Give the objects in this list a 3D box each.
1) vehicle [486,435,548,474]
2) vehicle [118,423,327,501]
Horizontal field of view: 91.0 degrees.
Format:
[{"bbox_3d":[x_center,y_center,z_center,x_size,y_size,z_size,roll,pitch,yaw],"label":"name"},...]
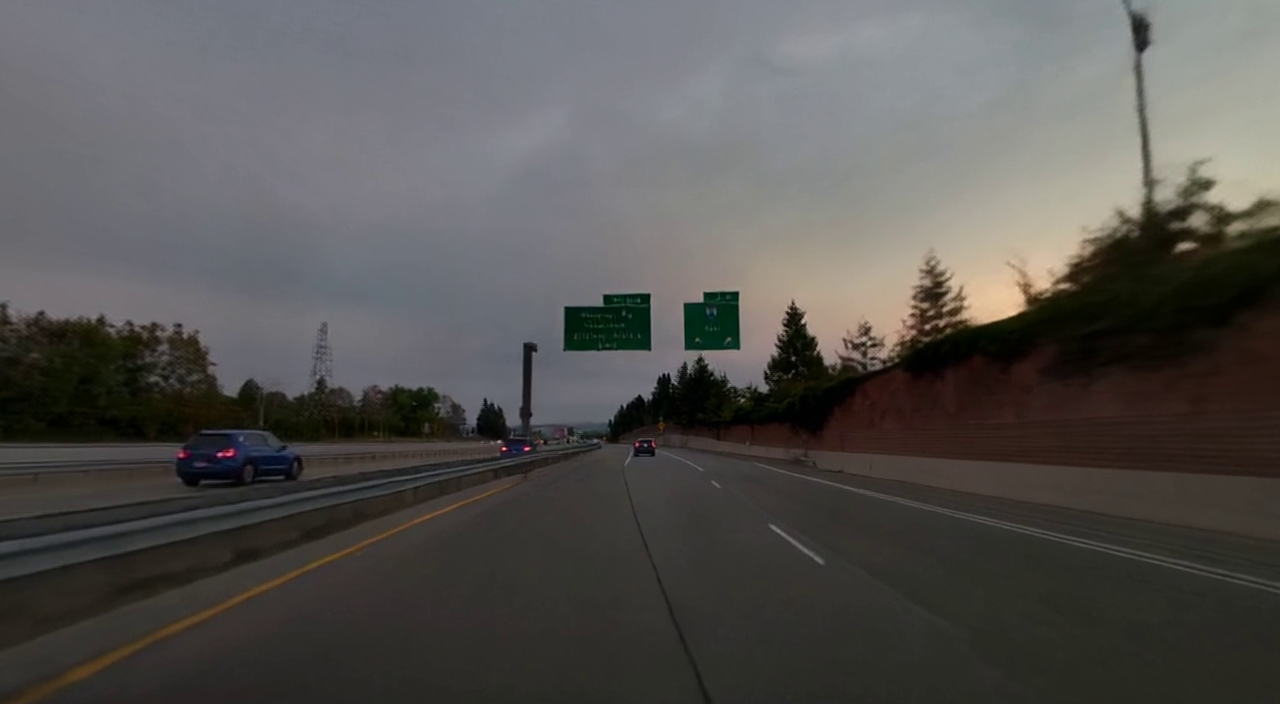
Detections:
[{"bbox_3d":[-5.910,4.981,30.820,2.151,1.707,4.759,0,-9,-1],"label":"vehicle"},{"bbox_3d":[-9.966,2.673,15.631,2.025,1.618,4.683,0,-9,-1],"label":"vehicle"}]
